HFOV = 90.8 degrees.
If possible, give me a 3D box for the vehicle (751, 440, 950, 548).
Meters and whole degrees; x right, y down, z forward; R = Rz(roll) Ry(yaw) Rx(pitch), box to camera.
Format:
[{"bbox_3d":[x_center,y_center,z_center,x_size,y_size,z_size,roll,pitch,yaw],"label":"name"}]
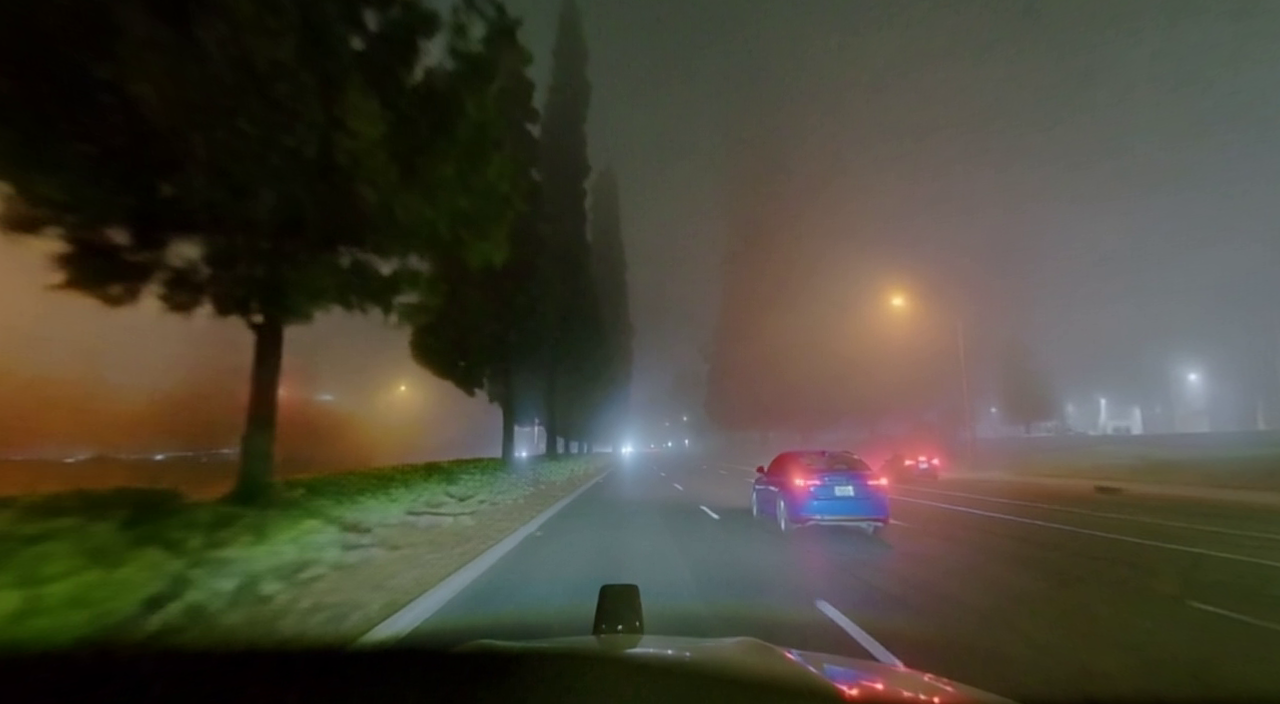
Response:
[{"bbox_3d":[3.299,2.314,10.956,1.950,1.473,4.259,0,-9,-1],"label":"vehicle"}]
